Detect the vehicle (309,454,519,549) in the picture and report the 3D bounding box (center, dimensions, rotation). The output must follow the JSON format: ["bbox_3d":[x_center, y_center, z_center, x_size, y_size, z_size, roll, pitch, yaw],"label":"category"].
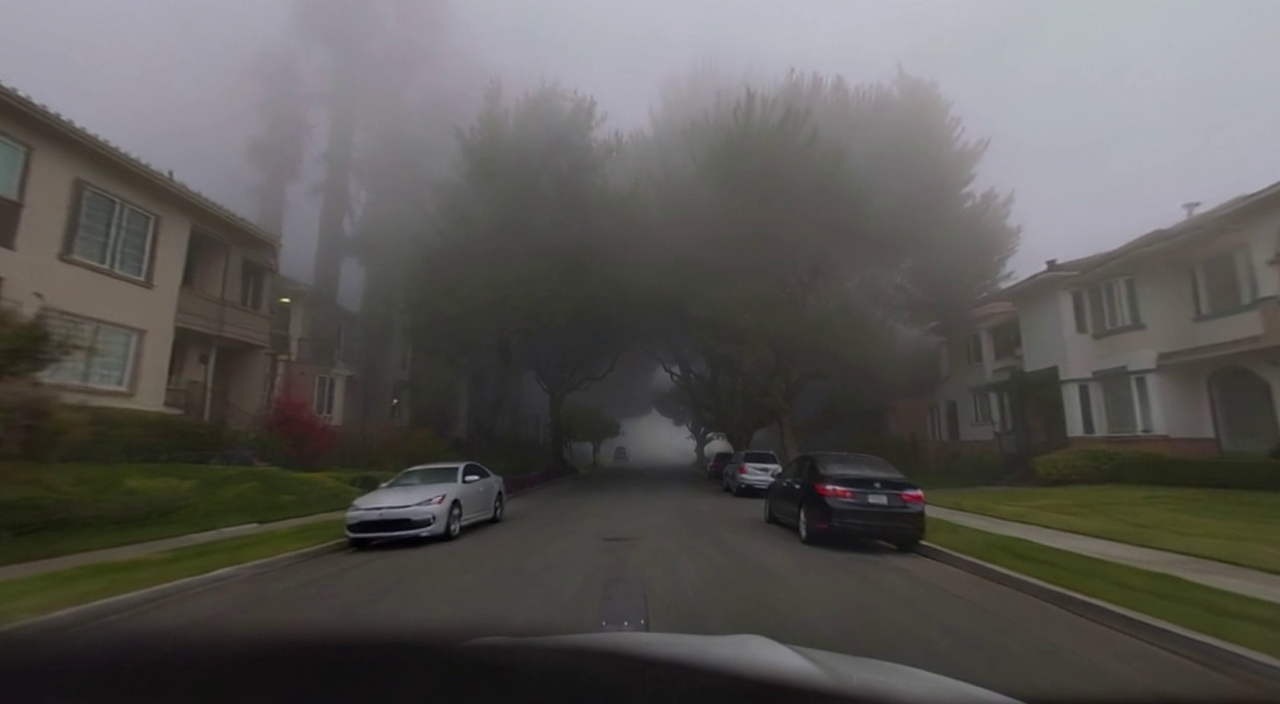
[{"bbox_3d":[-3.681,2.497,11.211,1.995,1.330,4.080,-1,-9,4],"label":"vehicle"}]

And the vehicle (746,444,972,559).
[{"bbox_3d":[3.288,2.360,10.864,2.000,1.456,5.251,0,-9,0],"label":"vehicle"}]
